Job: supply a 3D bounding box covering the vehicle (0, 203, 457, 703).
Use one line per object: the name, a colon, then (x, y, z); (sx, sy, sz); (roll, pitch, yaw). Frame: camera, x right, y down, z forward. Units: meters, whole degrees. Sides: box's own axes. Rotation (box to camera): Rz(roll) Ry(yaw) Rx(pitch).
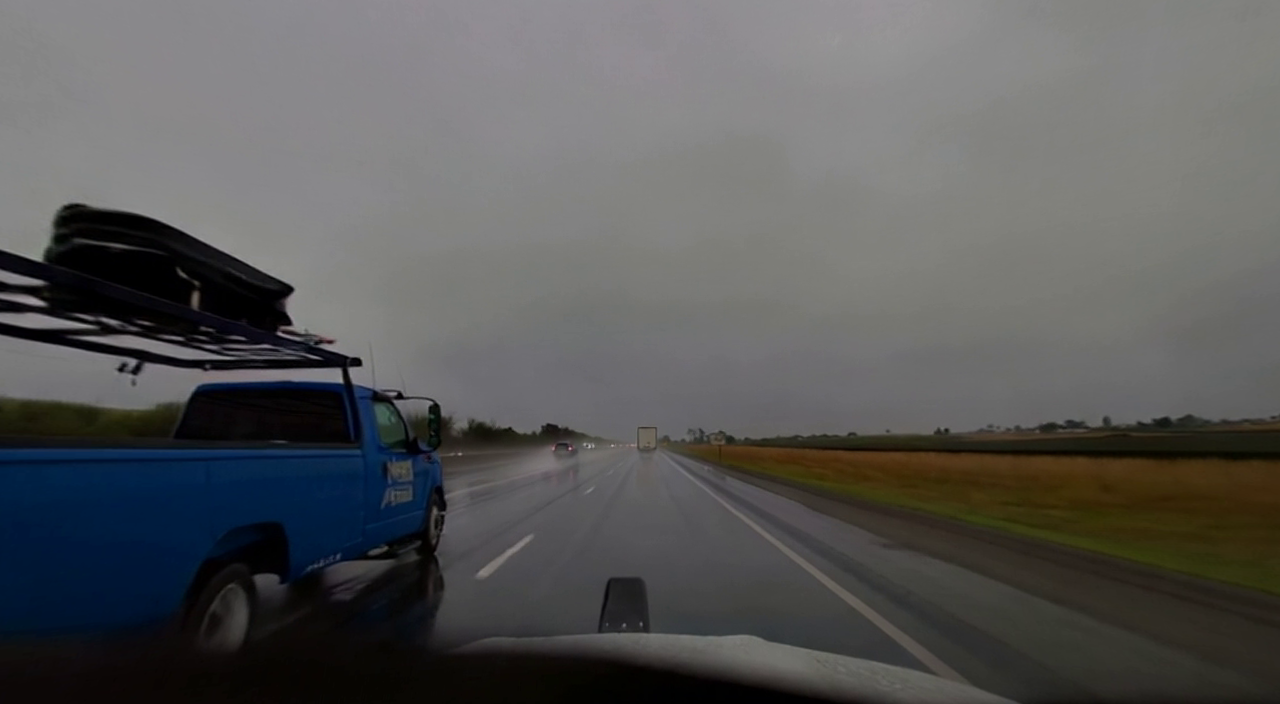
vehicle: (-3.773, 0.962, 4.629); (2.791, 2.330, 6.725); (-1, -8, 0)
